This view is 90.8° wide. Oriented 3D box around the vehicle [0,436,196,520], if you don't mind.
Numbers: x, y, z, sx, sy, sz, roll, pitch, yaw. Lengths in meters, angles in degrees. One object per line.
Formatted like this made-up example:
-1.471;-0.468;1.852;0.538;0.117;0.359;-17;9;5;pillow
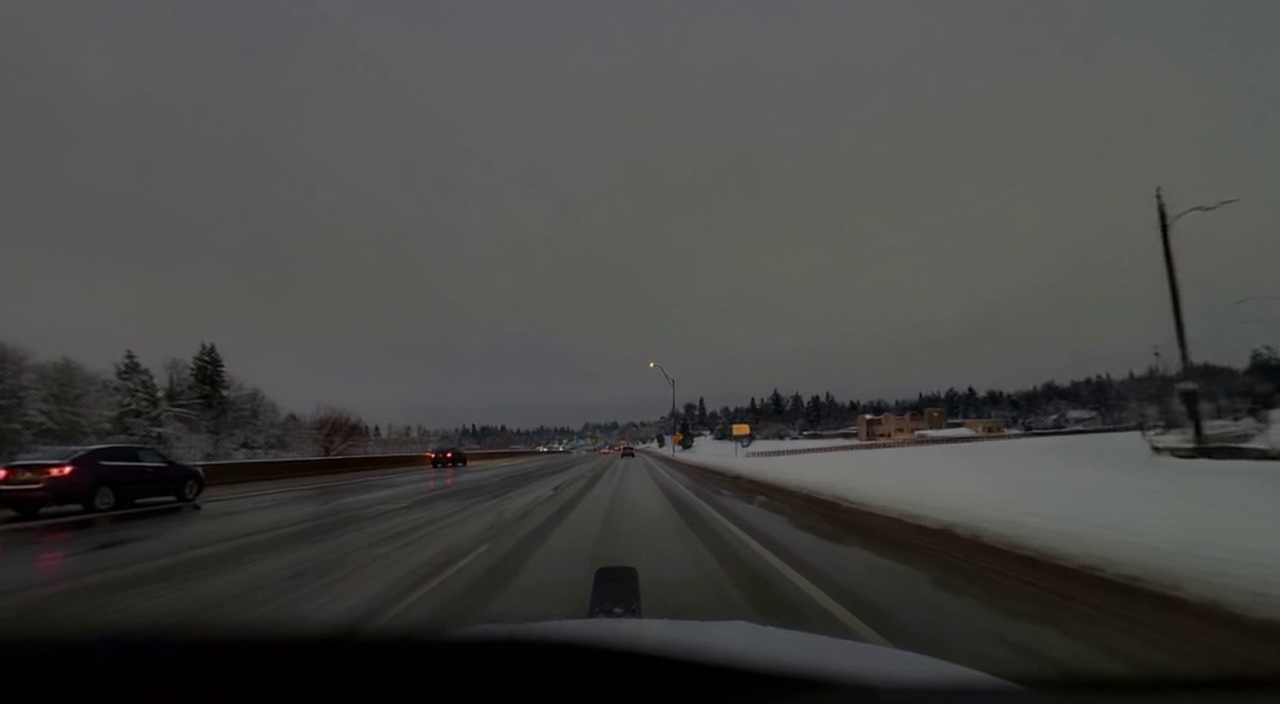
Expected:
-14.257;3.085;16.145;2.049;1.792;5.177;0;-9;-1;vehicle

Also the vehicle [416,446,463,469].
-14.828;7.818;47.015;2.057;1.619;4.443;0;-9;0;vehicle
